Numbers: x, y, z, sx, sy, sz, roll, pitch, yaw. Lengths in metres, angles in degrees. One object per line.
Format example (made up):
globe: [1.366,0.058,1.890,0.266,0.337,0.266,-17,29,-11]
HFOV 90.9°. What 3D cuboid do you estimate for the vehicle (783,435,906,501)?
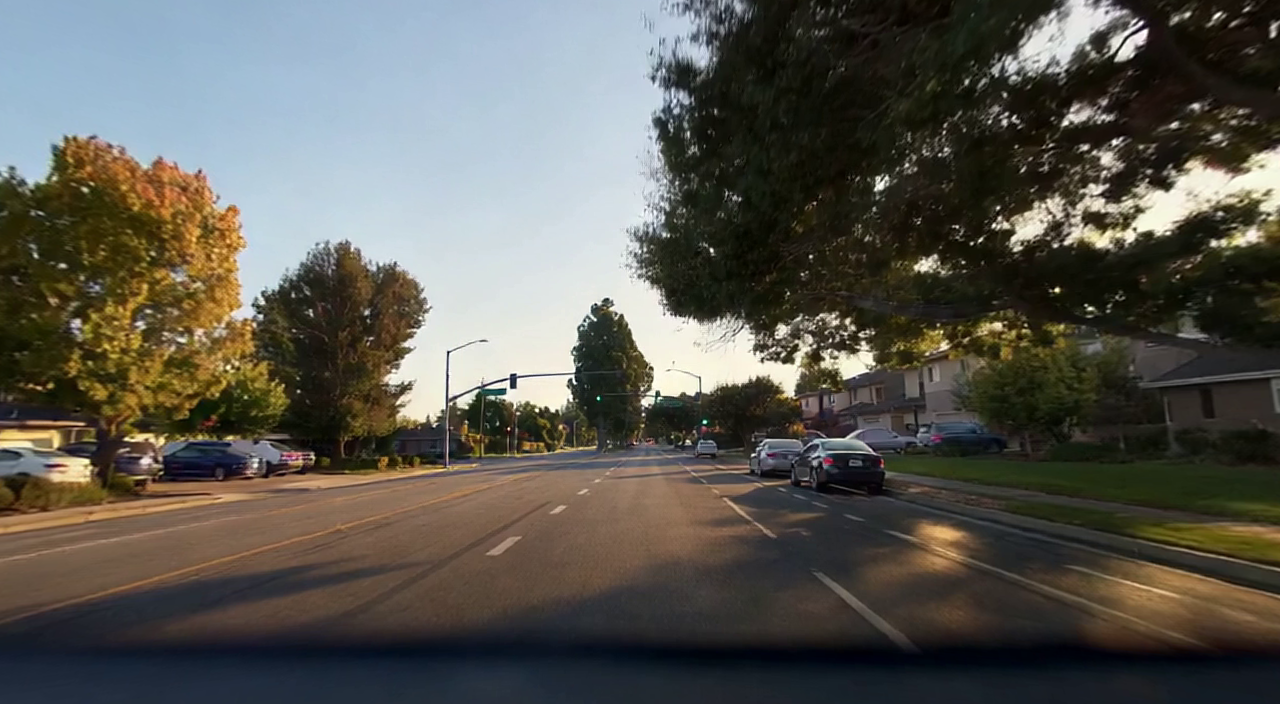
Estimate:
vehicle: [5.173,2.976,16.599,1.895,1.487,4.176,0,-8,1]

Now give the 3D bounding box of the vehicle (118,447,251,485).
vehicle: [-19.239,4.809,26.756,4.145,1.555,1.901,0,-8,1]
